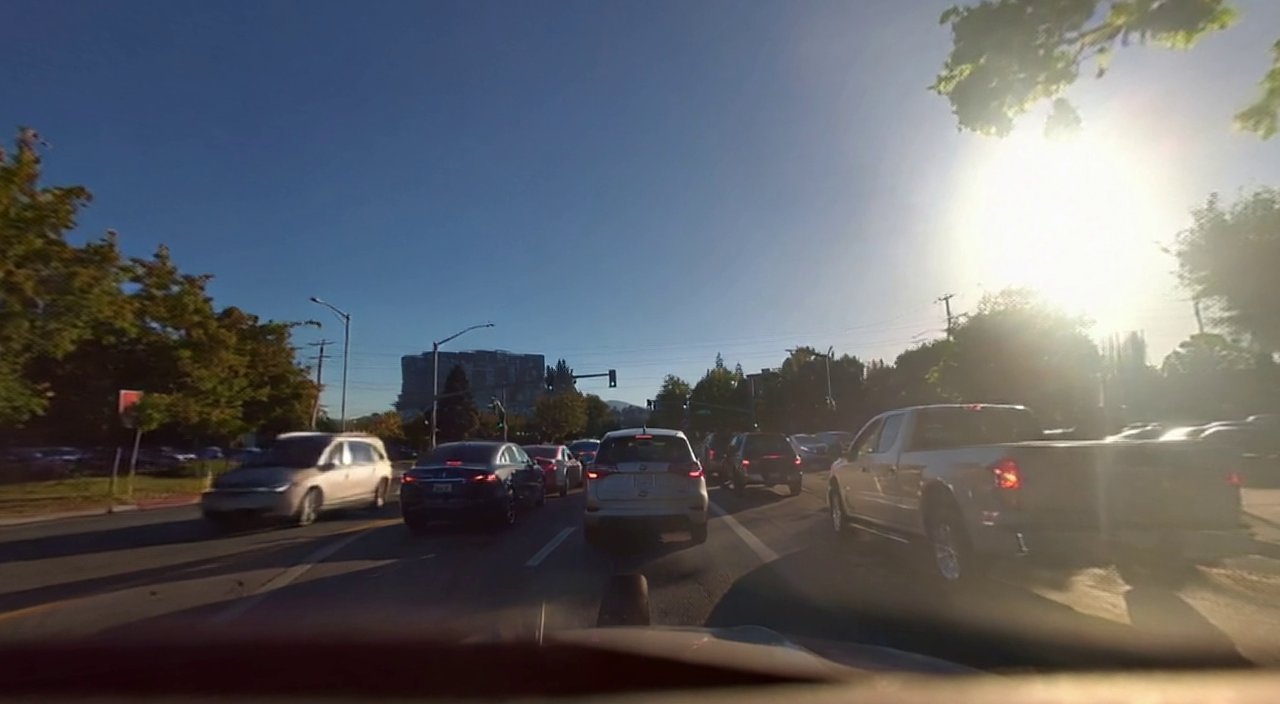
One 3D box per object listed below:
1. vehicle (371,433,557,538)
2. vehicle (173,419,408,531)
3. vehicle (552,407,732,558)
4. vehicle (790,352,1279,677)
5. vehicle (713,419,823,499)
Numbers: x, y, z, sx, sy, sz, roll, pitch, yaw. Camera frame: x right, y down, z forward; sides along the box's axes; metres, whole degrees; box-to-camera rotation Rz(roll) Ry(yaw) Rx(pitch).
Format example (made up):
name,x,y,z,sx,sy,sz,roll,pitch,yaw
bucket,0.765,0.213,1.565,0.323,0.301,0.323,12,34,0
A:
name,x,y,z,sx,sy,sz,roll,pitch,yaw
vehicle,-2.824,2.254,11.290,2.023,1.494,4.259,0,-9,1
vehicle,-6.847,2.452,13.165,2.159,1.885,4.661,0,-9,1
vehicle,0.084,1.837,9.489,2.113,1.768,3.901,0,-9,2
vehicle,3.444,1.370,6.656,2.317,1.857,5.940,0,-9,1
vehicle,3.749,3.288,19.759,2.408,2.100,5.668,0,-9,2
